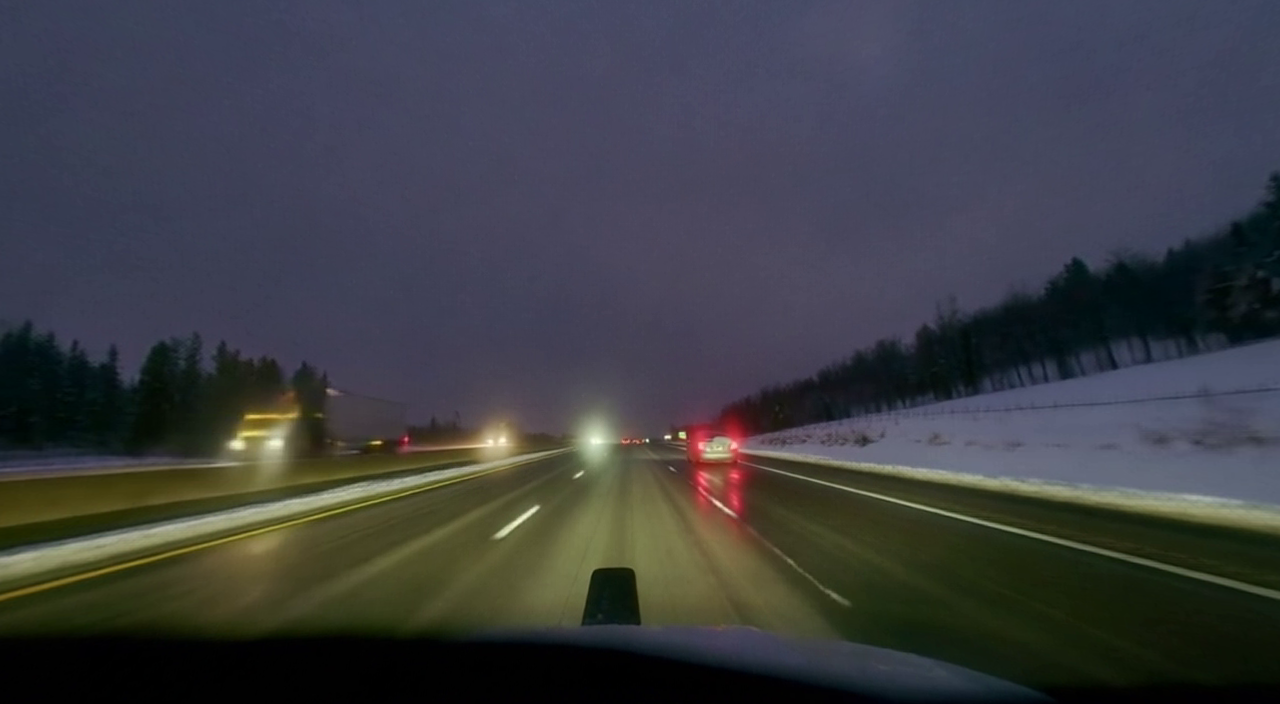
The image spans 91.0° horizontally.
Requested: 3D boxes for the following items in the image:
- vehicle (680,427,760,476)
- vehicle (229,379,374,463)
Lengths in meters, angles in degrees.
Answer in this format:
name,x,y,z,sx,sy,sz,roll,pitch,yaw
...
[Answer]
name,x,y,z,sx,sy,sz,roll,pitch,yaw
vehicle,2.925,3.754,24.007,2.349,1.651,4.161,0,-8,-2
vehicle,-19.686,4.317,37.752,3.146,4.298,10.599,0,-8,-3
